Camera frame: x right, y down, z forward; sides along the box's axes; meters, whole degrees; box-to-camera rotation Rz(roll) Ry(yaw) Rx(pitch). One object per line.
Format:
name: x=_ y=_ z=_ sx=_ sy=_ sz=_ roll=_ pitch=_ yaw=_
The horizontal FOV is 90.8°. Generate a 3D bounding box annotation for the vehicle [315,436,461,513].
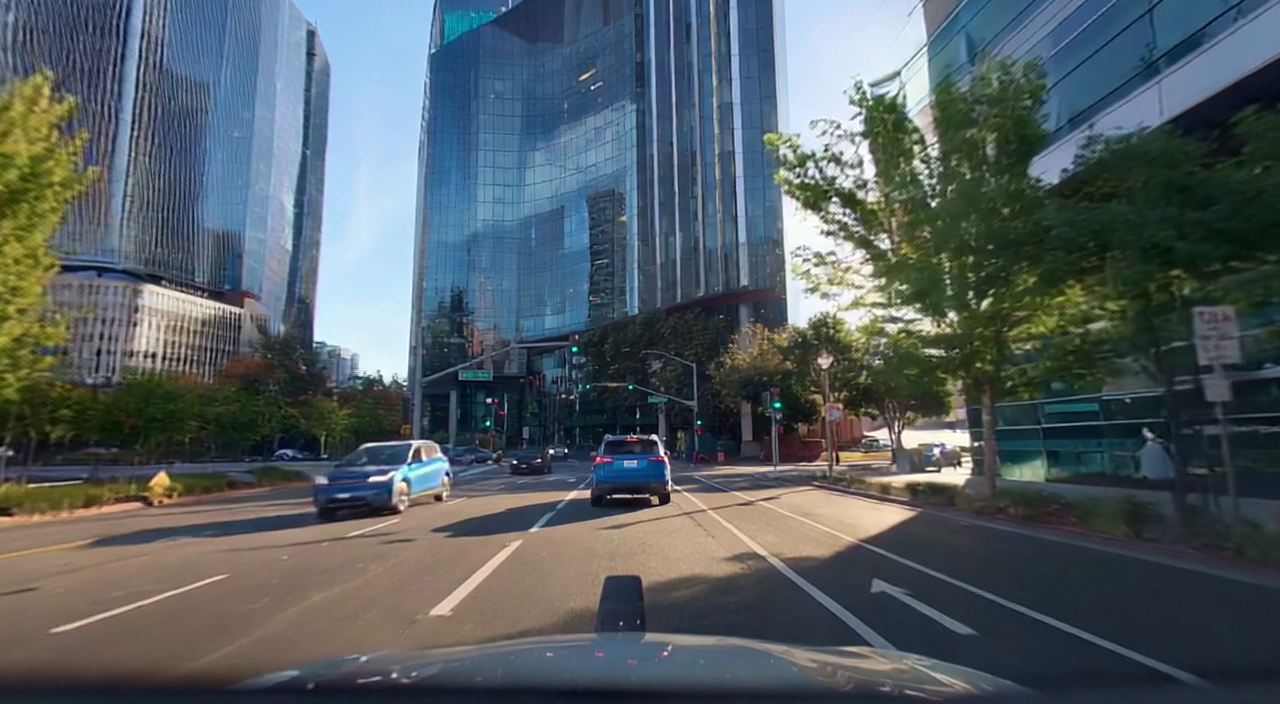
vehicle: x=-6.149 y=3.008 z=16.046 sx=2.028 sy=1.655 sz=4.189 roll=0 pitch=-8 yaw=-1

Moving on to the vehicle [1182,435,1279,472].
vehicle: x=28.776 y=4.708 z=29.440 sx=5.161 sy=1.610 sz=2.024 roll=0 pitch=-8 yaw=-2

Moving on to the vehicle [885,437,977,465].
vehicle: x=16.770 y=5.714 z=36.493 sx=4.422 sy=1.563 sz=1.751 roll=0 pitch=-9 yaw=-2

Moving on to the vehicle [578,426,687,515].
vehicle: x=-0.221 y=2.690 z=14.845 sx=2.183 sy=1.765 sz=4.059 roll=0 pitch=-8 yaw=-2

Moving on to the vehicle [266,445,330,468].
vehicle: x=-26.883 y=8.201 z=49.674 sx=4.393 sy=1.730 sz=2.151 roll=-5 pitch=-9 yaw=25

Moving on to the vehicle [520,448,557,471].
vehicle: x=-6.976 y=7.429 z=43.916 sx=1.908 sy=1.475 sz=4.337 roll=0 pitch=-8 yaw=0
